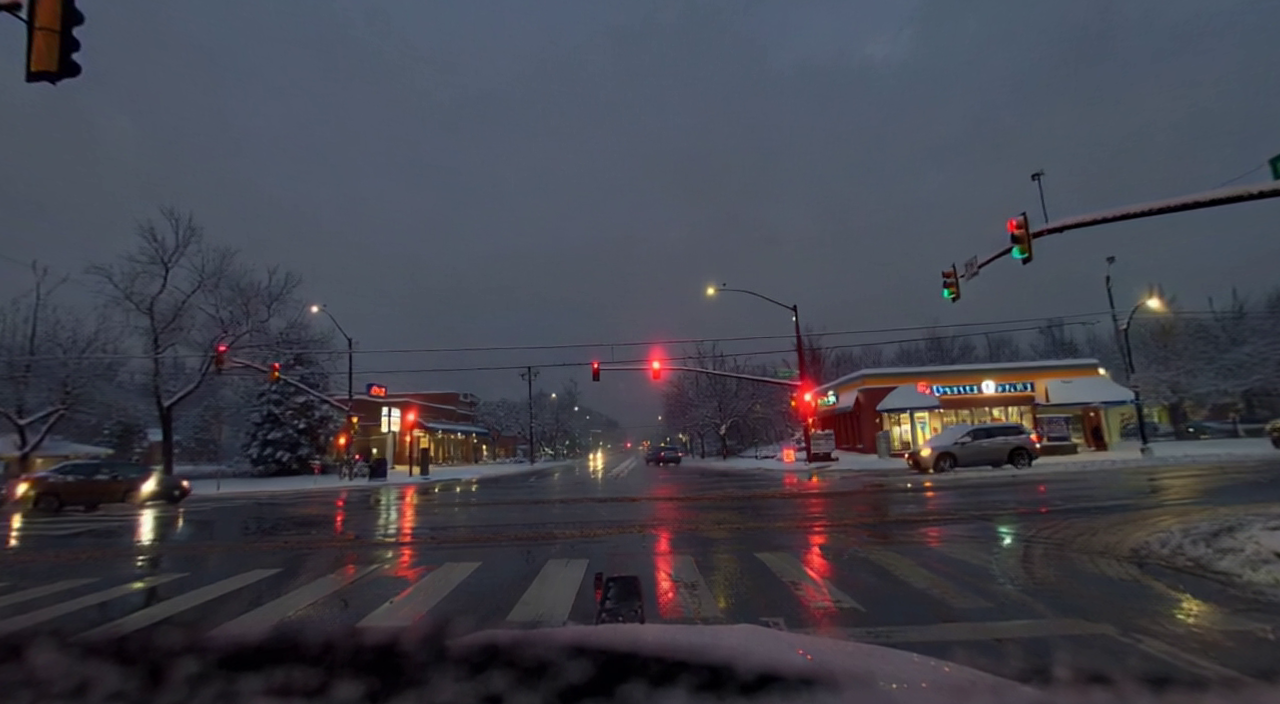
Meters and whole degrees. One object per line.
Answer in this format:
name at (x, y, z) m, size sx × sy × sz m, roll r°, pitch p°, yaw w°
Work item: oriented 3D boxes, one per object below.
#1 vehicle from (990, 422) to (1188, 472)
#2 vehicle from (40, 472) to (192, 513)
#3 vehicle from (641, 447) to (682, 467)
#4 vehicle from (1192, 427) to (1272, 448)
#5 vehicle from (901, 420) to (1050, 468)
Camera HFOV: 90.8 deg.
vehicle at (14.369, 3.096, 20.610) m, size 4.835 × 1.487 × 1.913 m, roll -4°, pitch -9°, yaw 20°
vehicle at (-21.198, 5.679, 25.657) m, size 4.676 × 1.463 × 1.909 m, roll -1°, pitch -8°, yaw 6°
vehicle at (1.611, 8.085, 48.892) m, size 1.969 × 1.491 × 4.612 m, roll 2°, pitch -9°, yaw -14°
vehicle at (42.061, 6.067, 44.909) m, size 4.347 × 1.446 × 1.777 m, roll 1°, pitch -9°, yaw -9°
vehicle at (13.031, 3.650, 24.942) m, size 4.916 × 1.730 × 1.986 m, roll -4°, pitch -9°, yaw 21°
